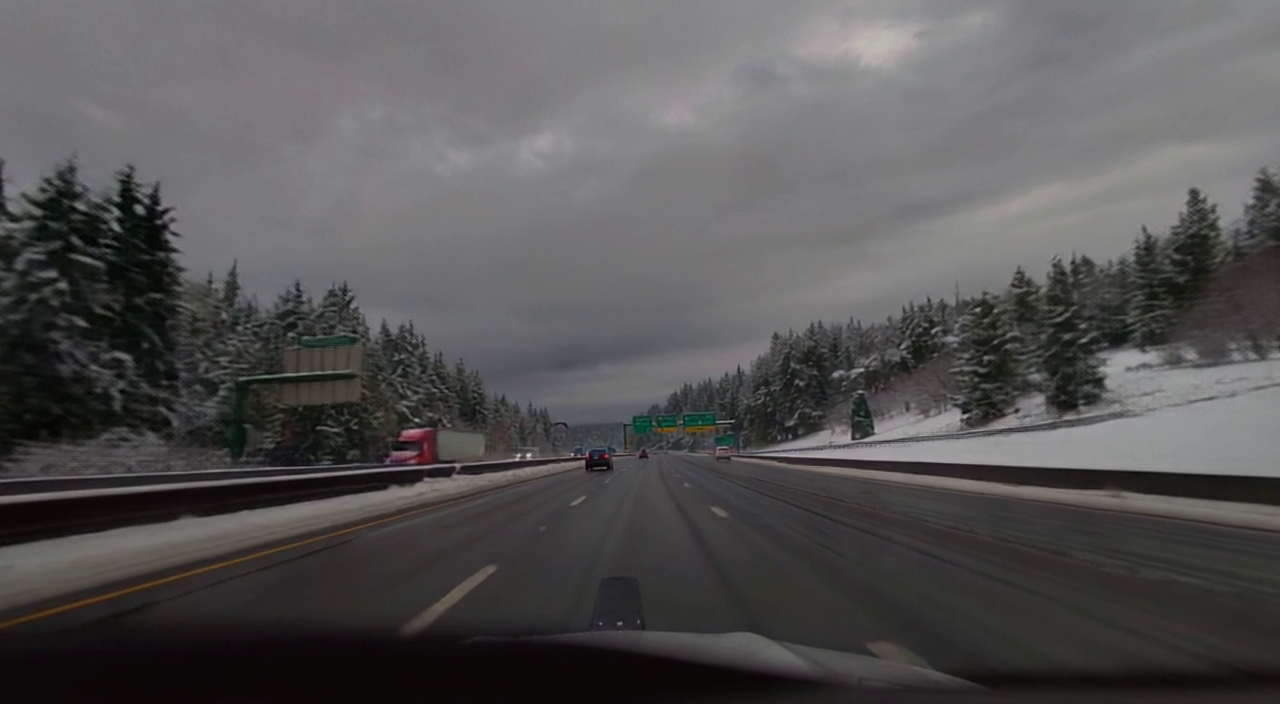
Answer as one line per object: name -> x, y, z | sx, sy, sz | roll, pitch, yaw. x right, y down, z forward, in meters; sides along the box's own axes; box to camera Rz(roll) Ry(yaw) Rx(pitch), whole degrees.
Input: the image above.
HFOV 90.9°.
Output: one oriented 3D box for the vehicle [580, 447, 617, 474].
vehicle -> -2.688, 7.174, 41.866 | 2.086, 1.650, 4.122 | 0, -9, 2
